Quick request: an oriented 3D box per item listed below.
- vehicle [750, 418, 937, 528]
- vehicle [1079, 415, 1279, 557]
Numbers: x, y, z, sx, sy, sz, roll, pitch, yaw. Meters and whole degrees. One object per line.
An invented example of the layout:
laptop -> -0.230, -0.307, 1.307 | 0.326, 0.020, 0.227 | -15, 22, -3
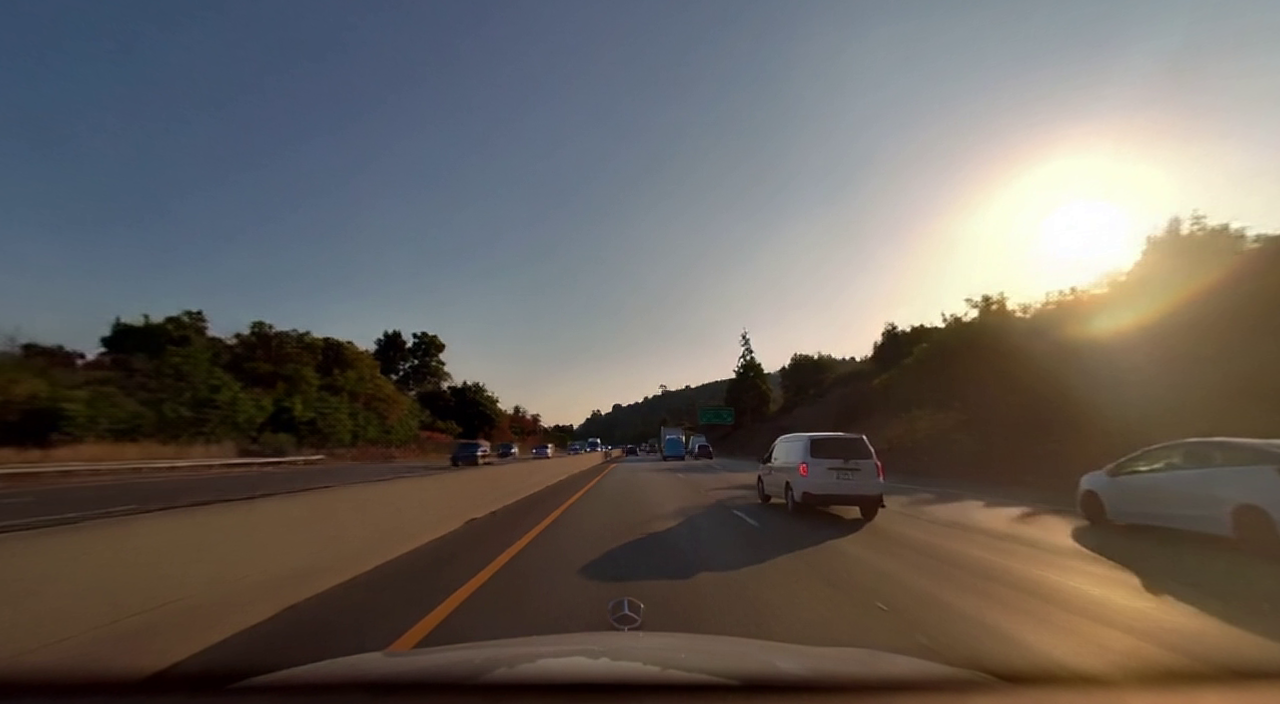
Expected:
vehicle -> 3.667, 2.296, 12.478 | 2.070, 1.751, 4.576 | 0, -9, -1
vehicle -> 8.451, 1.709, 8.307 | 2.018, 1.636, 4.510 | 0, -9, -1
